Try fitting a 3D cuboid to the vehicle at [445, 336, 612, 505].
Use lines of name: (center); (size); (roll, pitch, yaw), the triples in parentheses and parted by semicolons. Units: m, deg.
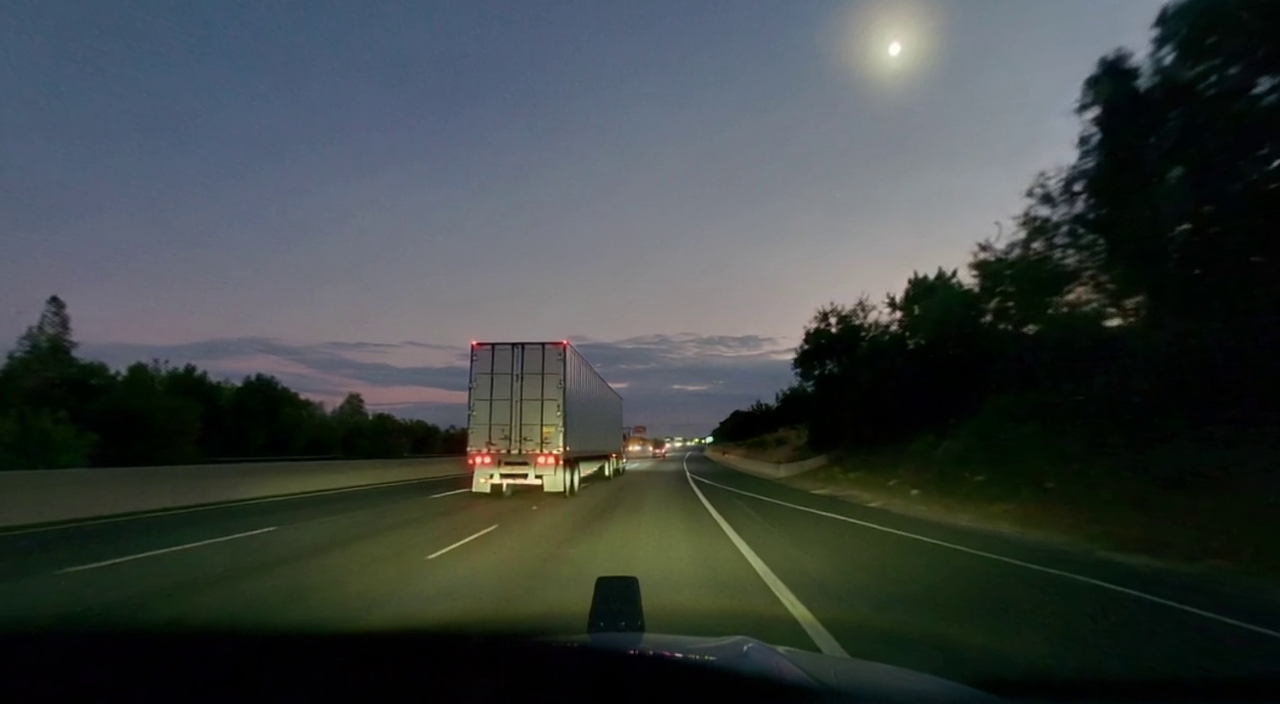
vehicle: (-3.008, 2.729, 22.573); (2.851, 4.098, 14.436); (0, -9, 2)
